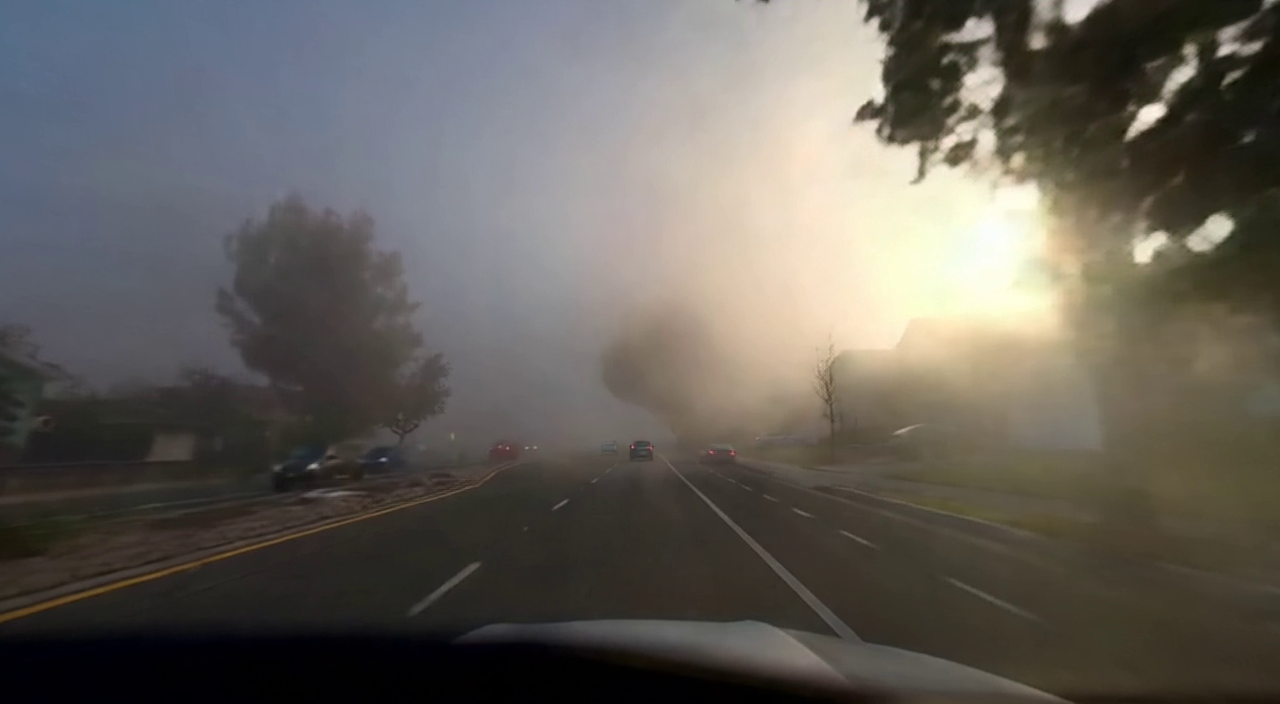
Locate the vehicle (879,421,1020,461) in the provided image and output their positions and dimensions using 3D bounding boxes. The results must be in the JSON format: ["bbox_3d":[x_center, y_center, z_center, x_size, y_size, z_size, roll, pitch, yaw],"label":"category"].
[{"bbox_3d":[12.661,3.678,26.041,4.720,1.535,2.079,0,-9,3],"label":"vehicle"}]

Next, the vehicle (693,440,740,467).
[{"bbox_3d":[4.375,5.879,36.733,2.080,1.469,4.898,0,-8,-1],"label":"vehicle"}]

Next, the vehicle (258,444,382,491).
[{"bbox_3d":[-11.460,4.125,23.056,2.003,1.457,4.762,-2,-8,1],"label":"vehicle"}]

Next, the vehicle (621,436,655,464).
[{"bbox_3d":[-0.123,6.242,40.262,2.024,1.655,4.301,0,-8,0],"label":"vehicle"}]
